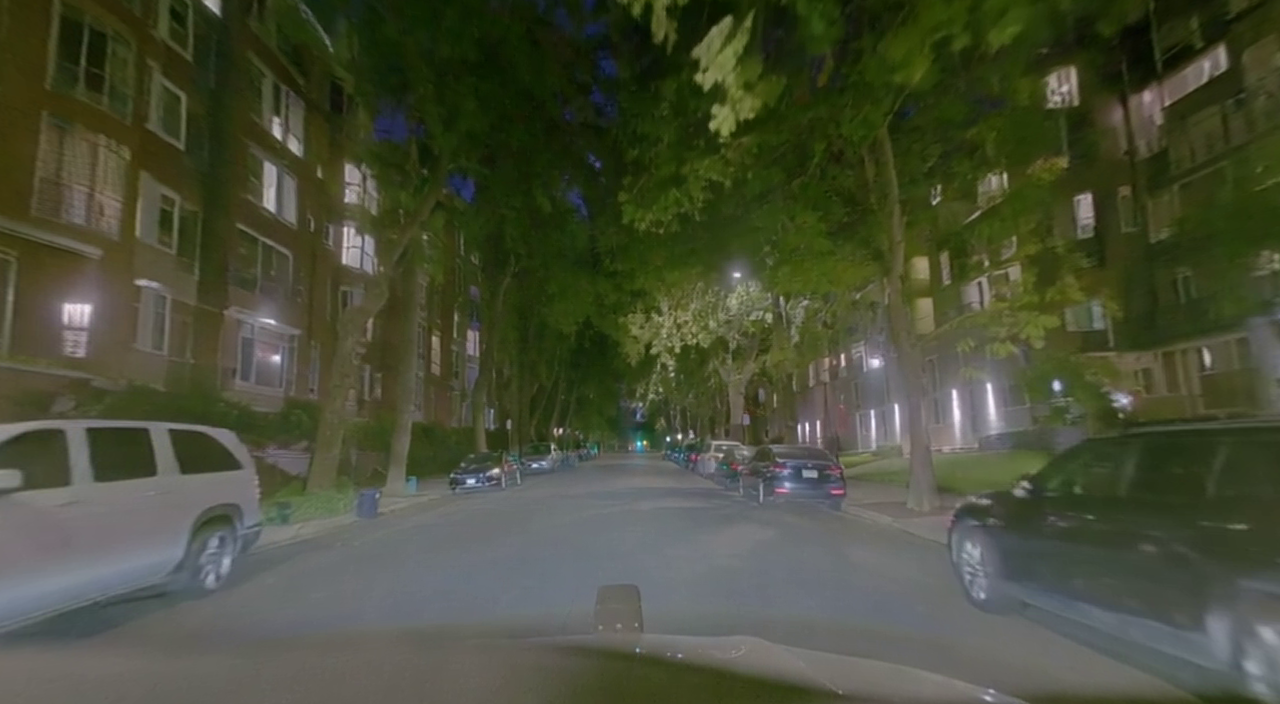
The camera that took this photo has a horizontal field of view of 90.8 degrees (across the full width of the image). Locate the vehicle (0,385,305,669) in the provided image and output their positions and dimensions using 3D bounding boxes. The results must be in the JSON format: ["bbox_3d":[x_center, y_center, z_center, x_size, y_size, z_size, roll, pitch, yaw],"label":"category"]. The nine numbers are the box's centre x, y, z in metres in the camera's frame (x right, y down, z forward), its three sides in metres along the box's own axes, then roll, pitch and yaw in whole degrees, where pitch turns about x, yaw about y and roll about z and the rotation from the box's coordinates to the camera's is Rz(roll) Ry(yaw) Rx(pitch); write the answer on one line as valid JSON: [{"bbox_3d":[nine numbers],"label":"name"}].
[{"bbox_3d":[-5.270,1.330,5.295,2.213,1.825,4.986,-1,-8,0],"label":"vehicle"}]

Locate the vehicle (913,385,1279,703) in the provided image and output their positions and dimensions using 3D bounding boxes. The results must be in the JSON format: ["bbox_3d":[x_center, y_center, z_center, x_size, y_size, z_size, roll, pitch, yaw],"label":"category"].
[{"bbox_3d":[3.800,1.145,3.925,1.992,1.643,4.735,0,-8,-1],"label":"vehicle"}]

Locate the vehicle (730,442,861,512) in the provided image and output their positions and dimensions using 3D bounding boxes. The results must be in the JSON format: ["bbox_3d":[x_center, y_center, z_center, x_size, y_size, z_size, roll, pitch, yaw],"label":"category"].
[{"bbox_3d":[3.649,3.003,15.832,1.881,1.460,4.737,1,-8,-3],"label":"vehicle"}]

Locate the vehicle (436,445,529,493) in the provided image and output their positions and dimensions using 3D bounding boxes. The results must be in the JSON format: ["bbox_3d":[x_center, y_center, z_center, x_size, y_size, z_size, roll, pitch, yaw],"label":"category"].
[{"bbox_3d":[-5.313,3.987,21.994,2.080,1.458,4.511,-1,-8,0],"label":"vehicle"}]

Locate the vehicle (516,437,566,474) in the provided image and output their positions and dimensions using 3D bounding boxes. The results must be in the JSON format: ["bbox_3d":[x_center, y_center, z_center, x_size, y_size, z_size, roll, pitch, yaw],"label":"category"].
[{"bbox_3d":[-5.449,5.743,35.356,2.069,1.881,4.697,0,-8,-1],"label":"vehicle"}]
